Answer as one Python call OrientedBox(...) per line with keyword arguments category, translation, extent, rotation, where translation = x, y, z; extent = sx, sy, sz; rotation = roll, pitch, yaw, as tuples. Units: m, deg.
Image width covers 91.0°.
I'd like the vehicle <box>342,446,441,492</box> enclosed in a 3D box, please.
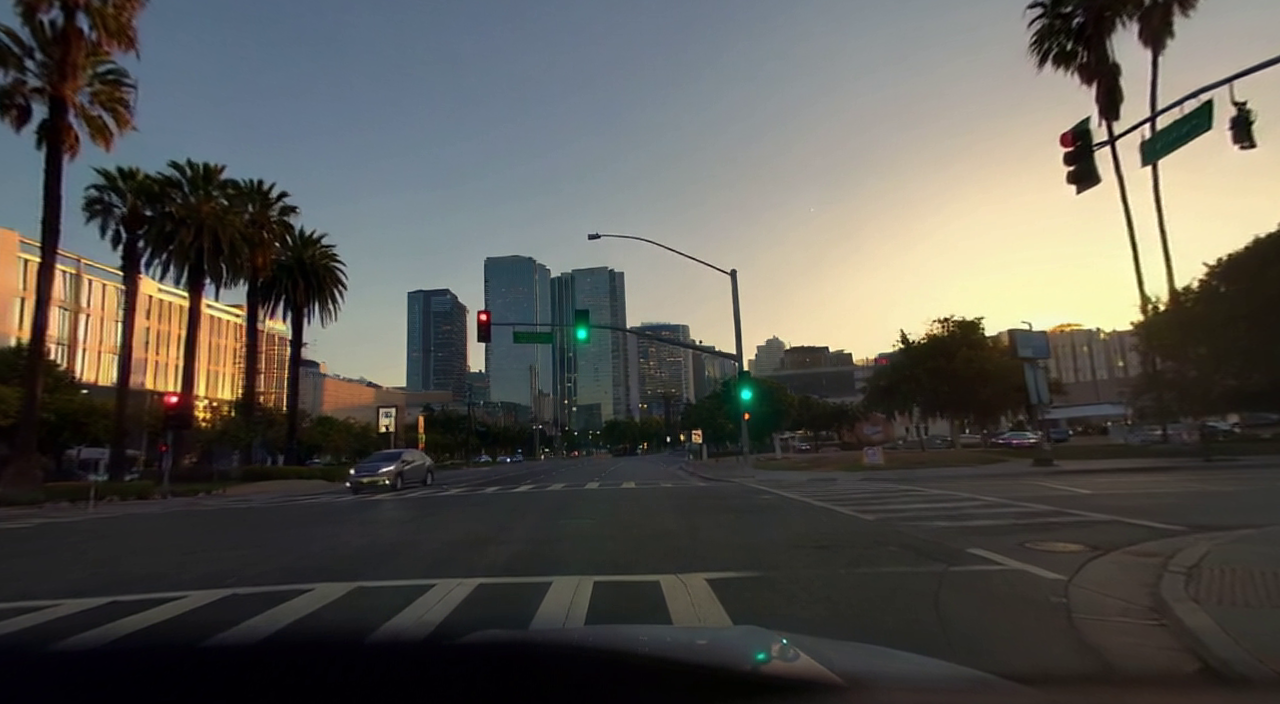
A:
OrientedBox(category="vehicle", translation=(-10.731, 5.061, 27.661), extent=(2.270, 1.833, 4.860), rotation=(0, -9, 1))
